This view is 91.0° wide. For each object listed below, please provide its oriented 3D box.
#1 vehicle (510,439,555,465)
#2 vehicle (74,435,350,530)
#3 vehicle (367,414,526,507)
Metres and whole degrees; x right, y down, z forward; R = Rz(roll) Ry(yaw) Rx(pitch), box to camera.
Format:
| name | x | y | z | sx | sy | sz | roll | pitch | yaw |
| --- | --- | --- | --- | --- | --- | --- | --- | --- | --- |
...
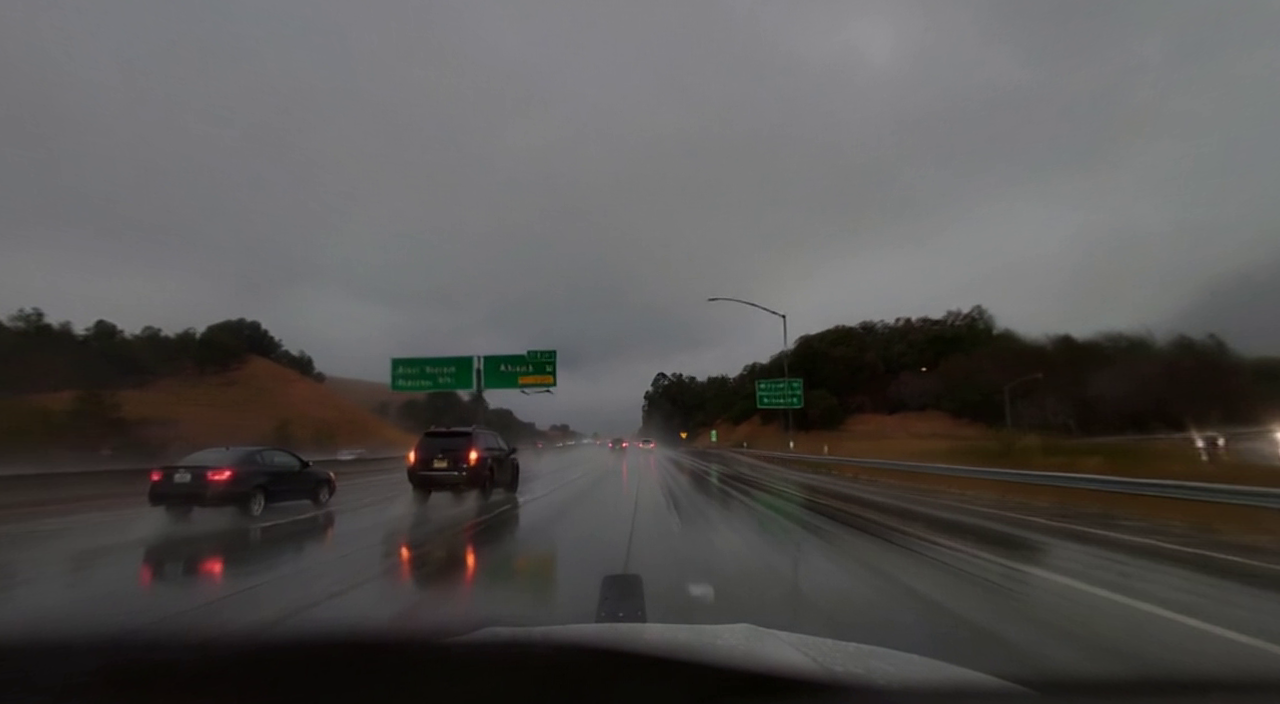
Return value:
| name | x | y | z | sx | sy | sz | roll | pitch | yaw |
| --- | --- | --- | --- | --- | --- | --- | --- | --- | --- |
| vehicle | -7.100 | 6.660 | 42.074 | 2.069 | 1.636 | 4.483 | 0 | -9 | 2 |
| vehicle | -8.082 | 2.490 | 12.693 | 1.984 | 1.508 | 4.935 | 0 | -9 | 2 |
| vehicle | -4.515 | 2.648 | 15.716 | 2.219 | 1.947 | 4.924 | 0 | -9 | 2 |
